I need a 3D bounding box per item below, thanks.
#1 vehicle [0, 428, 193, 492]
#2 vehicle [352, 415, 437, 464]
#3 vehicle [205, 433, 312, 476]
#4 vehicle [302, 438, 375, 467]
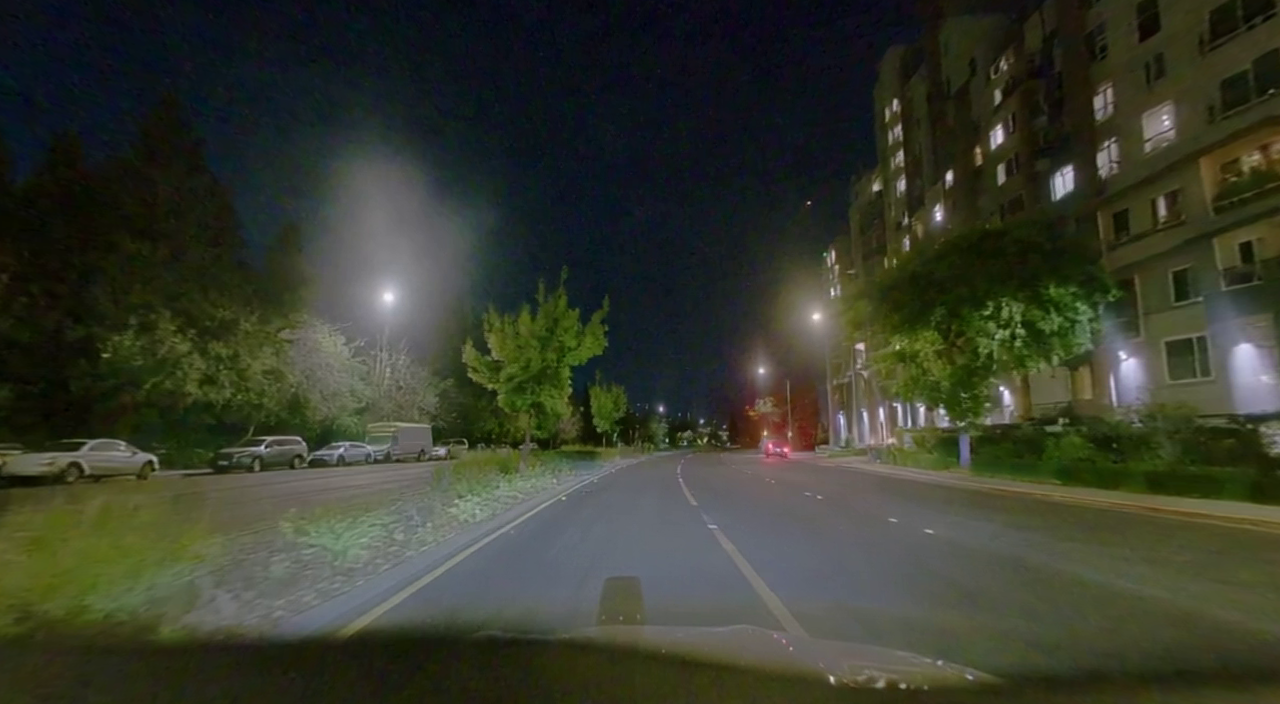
[{"bbox_3d":[-18.906,3.736,22.214,2.217,1.882,5.448,-3,-9,3],"label":"vehicle"},{"bbox_3d":[-17.613,6.429,45.995,2.781,3.224,7.055,-1,-9,5],"label":"vehicle"},{"bbox_3d":[-18.797,5.066,31.491,2.096,1.839,5.137,-3,-8,1],"label":"vehicle"},{"bbox_3d":[-18.269,6.136,38.538,1.876,1.624,4.827,-2,-9,3],"label":"vehicle"}]
